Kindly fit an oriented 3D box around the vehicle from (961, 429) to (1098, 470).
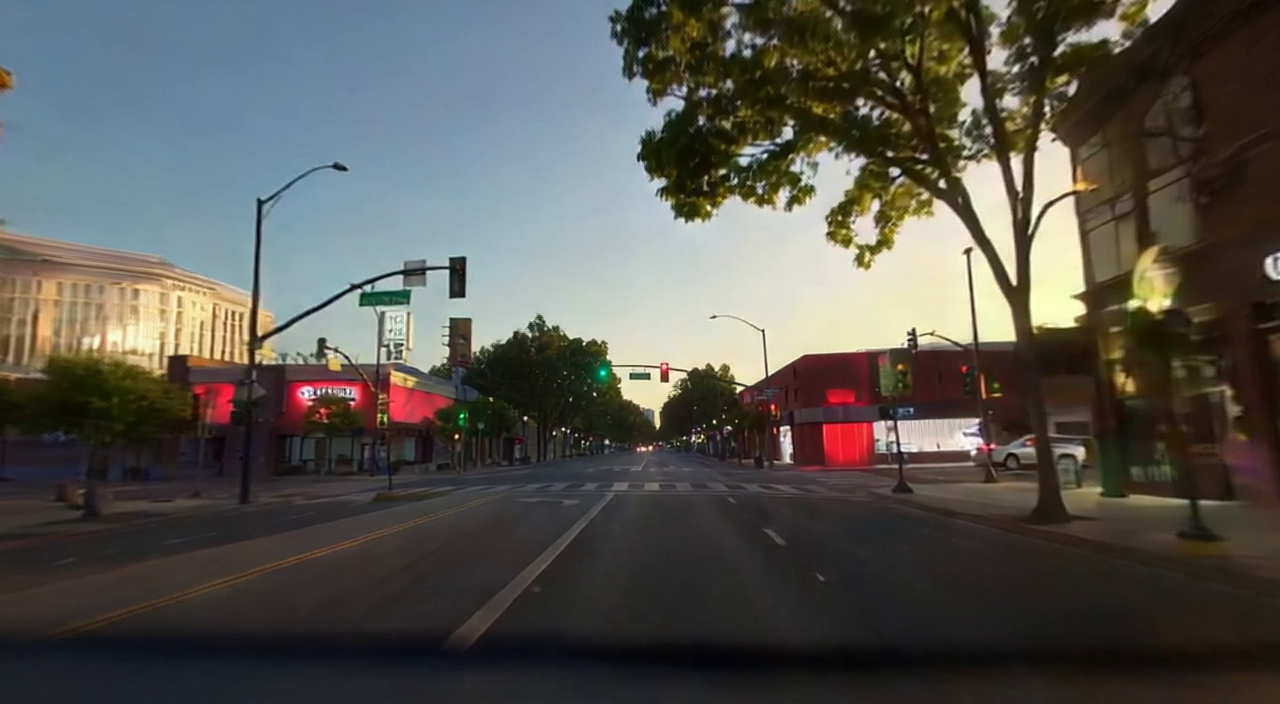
[{"bbox_3d":[17.670,4.455,28.785,4.836,1.795,1.957,0,-8,2],"label":"vehicle"}]
